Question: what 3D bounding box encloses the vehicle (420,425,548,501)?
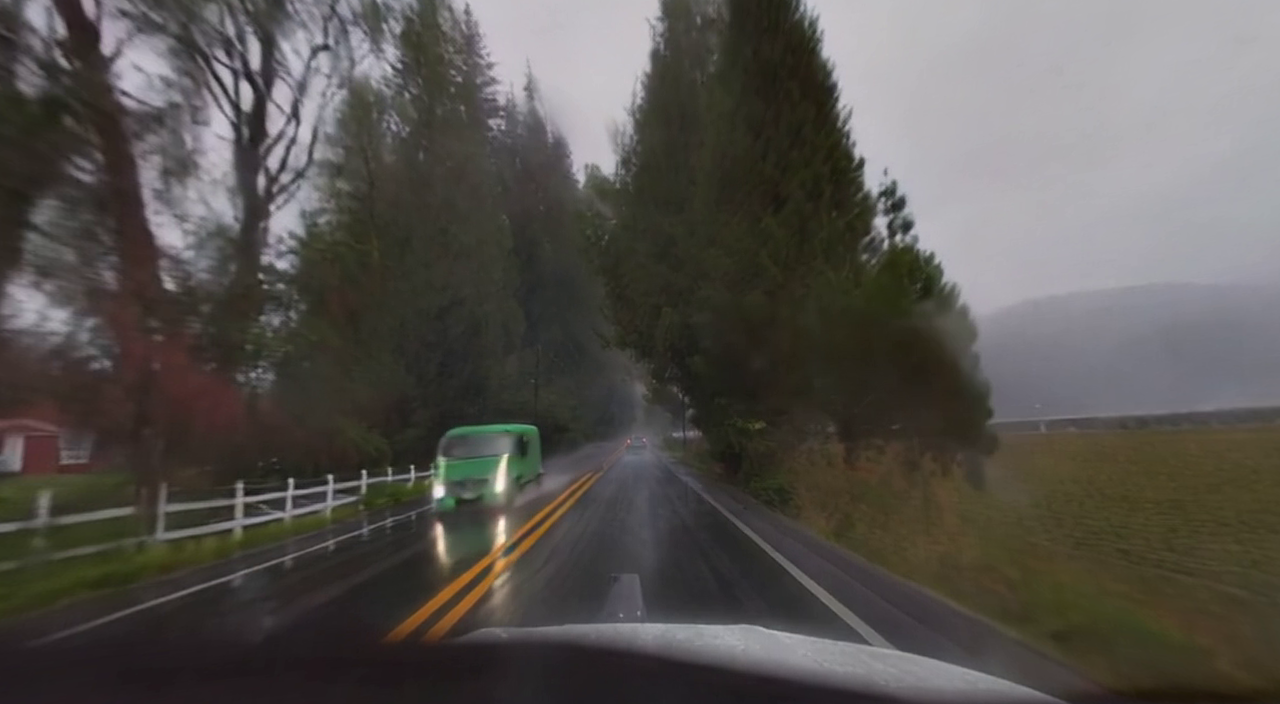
[{"bbox_3d":[-3.859,2.858,16.599,2.217,1.704,4.418,0,-8,0],"label":"vehicle"}]
